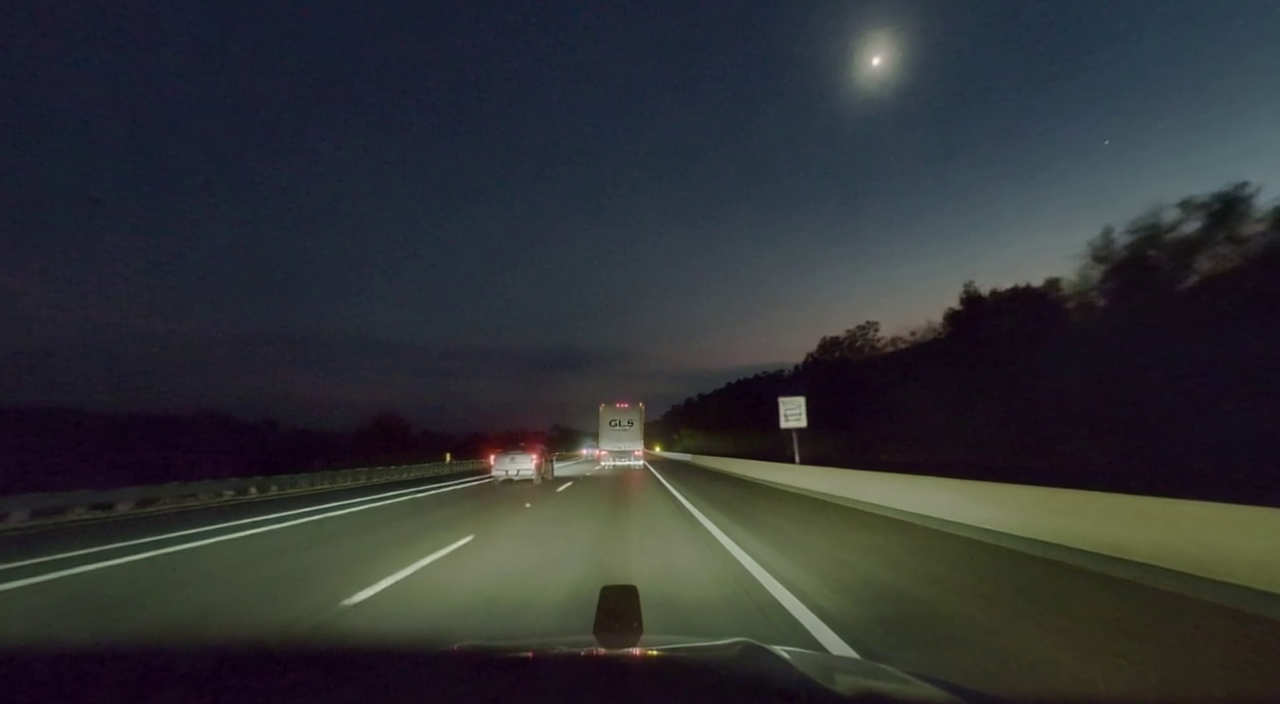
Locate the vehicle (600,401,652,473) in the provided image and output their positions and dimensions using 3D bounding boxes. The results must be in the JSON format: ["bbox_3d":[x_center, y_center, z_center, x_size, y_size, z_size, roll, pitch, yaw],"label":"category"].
[{"bbox_3d":[-0.938,5.560,40.395,2.923,4.007,9.760,0,-9,-2],"label":"vehicle"}]

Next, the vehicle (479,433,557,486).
[{"bbox_3d":[-4.841,4.380,25.827,2.226,1.935,5.130,0,-9,-1],"label":"vehicle"}]
